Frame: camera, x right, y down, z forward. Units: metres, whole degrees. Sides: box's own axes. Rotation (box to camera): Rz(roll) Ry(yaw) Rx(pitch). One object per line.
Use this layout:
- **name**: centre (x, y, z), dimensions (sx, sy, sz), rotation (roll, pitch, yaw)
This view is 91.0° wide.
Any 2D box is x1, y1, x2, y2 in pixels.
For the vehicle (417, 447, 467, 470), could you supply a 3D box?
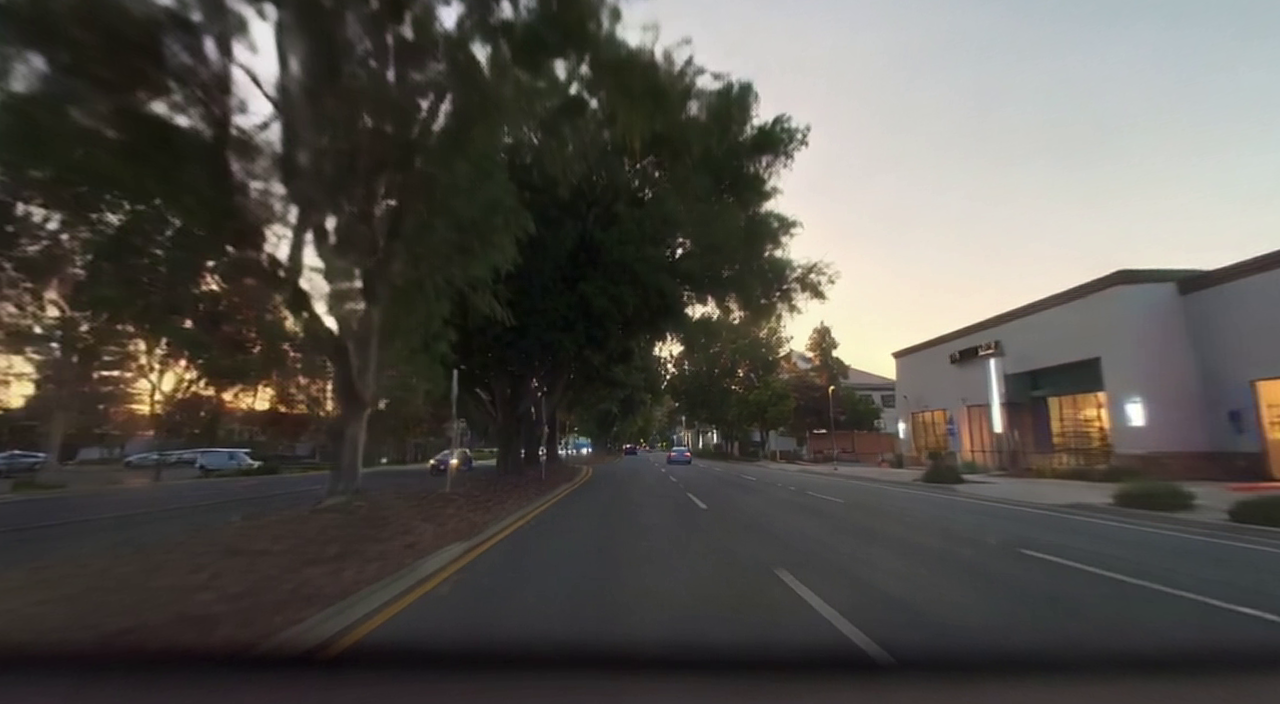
- **vehicle**: centre (-13.482, 7.266, 43.153), dimensions (1.902, 1.481, 4.518), rotation (0, -8, 0)

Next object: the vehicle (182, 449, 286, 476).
- **vehicle**: centre (-29.827, 8.111, 46.378), dimensions (6.013, 1.767, 2.250), rotation (0, -8, -3)

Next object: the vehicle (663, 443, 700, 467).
- **vehicle**: centre (2.702, 6.895, 42.262), dimensions (2.015, 1.479, 4.444), rotation (0, -8, -2)
